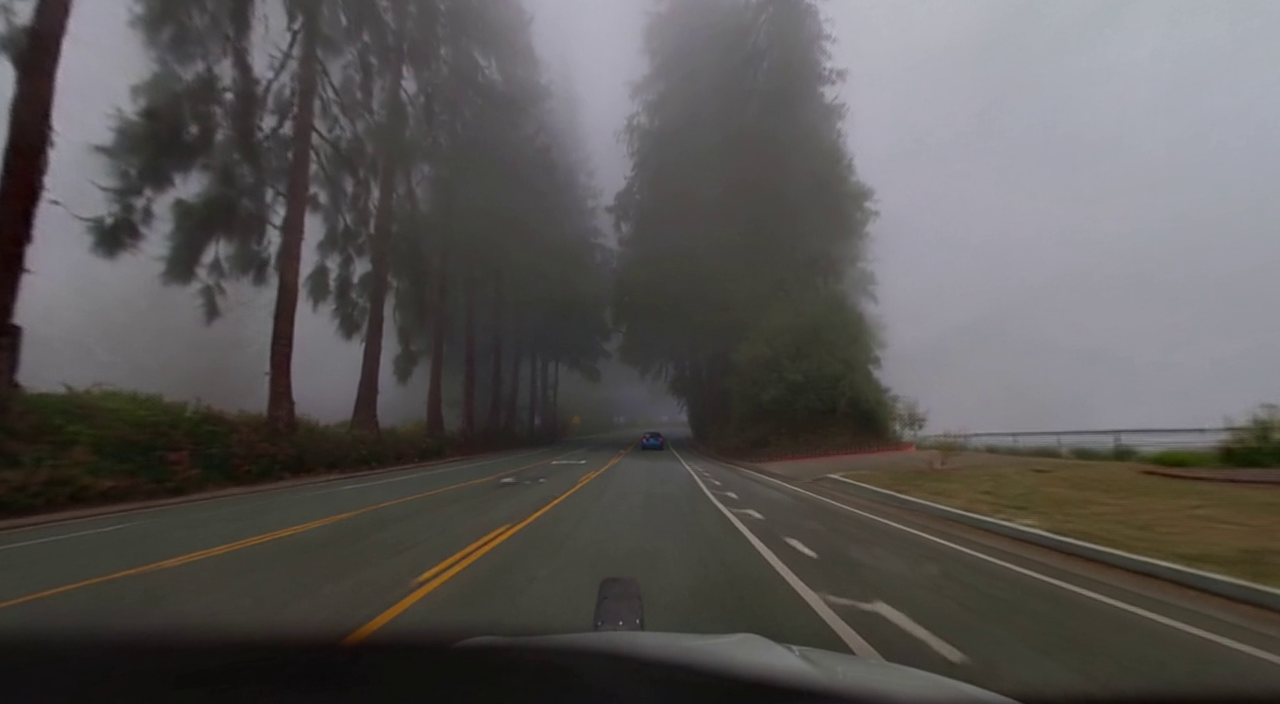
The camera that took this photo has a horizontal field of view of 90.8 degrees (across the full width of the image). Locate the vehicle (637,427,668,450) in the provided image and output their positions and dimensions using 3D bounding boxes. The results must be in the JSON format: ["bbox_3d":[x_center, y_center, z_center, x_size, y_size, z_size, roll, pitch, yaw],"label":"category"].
[{"bbox_3d":[0.883,6.038,44.031,2.067,1.486,3.861,-1,-8,2],"label":"vehicle"}]
